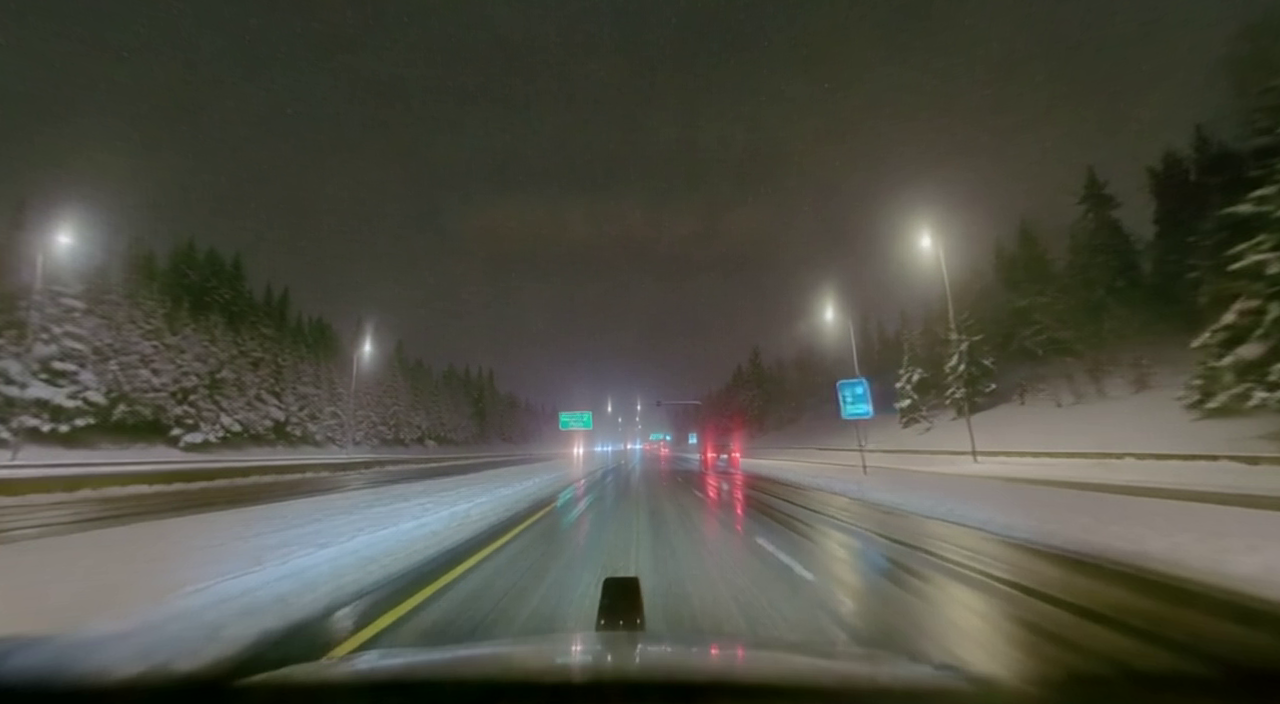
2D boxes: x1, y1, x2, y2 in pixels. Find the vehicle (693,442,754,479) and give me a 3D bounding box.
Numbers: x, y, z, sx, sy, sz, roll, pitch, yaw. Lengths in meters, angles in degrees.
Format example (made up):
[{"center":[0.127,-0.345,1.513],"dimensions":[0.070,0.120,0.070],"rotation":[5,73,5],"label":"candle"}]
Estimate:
[{"center":[3.545,4.696,27.547],"dimensions":[2.033,1.501,4.398],"rotation":[0,-9,-1],"label":"vehicle"}]
